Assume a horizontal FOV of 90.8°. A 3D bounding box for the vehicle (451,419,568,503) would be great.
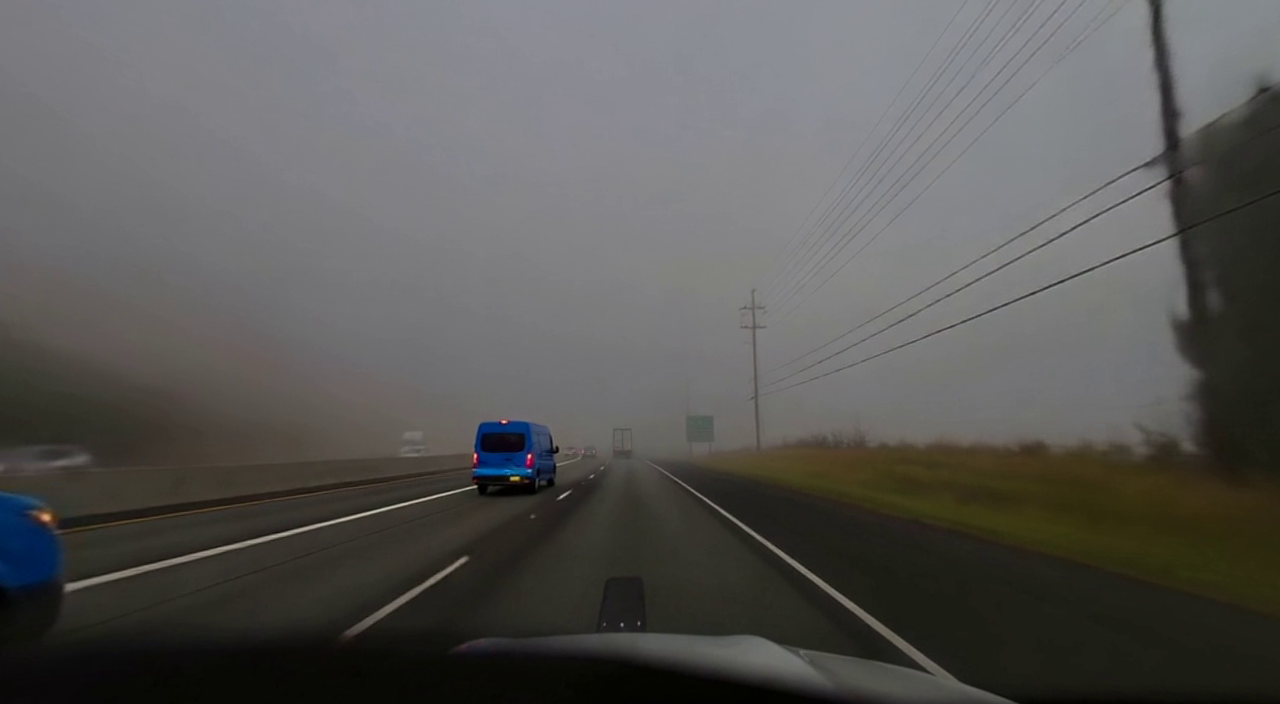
[{"bbox_3d":[-3.448,3.041,17.864,2.197,2.011,5.130,0,-9,0],"label":"vehicle"}]
